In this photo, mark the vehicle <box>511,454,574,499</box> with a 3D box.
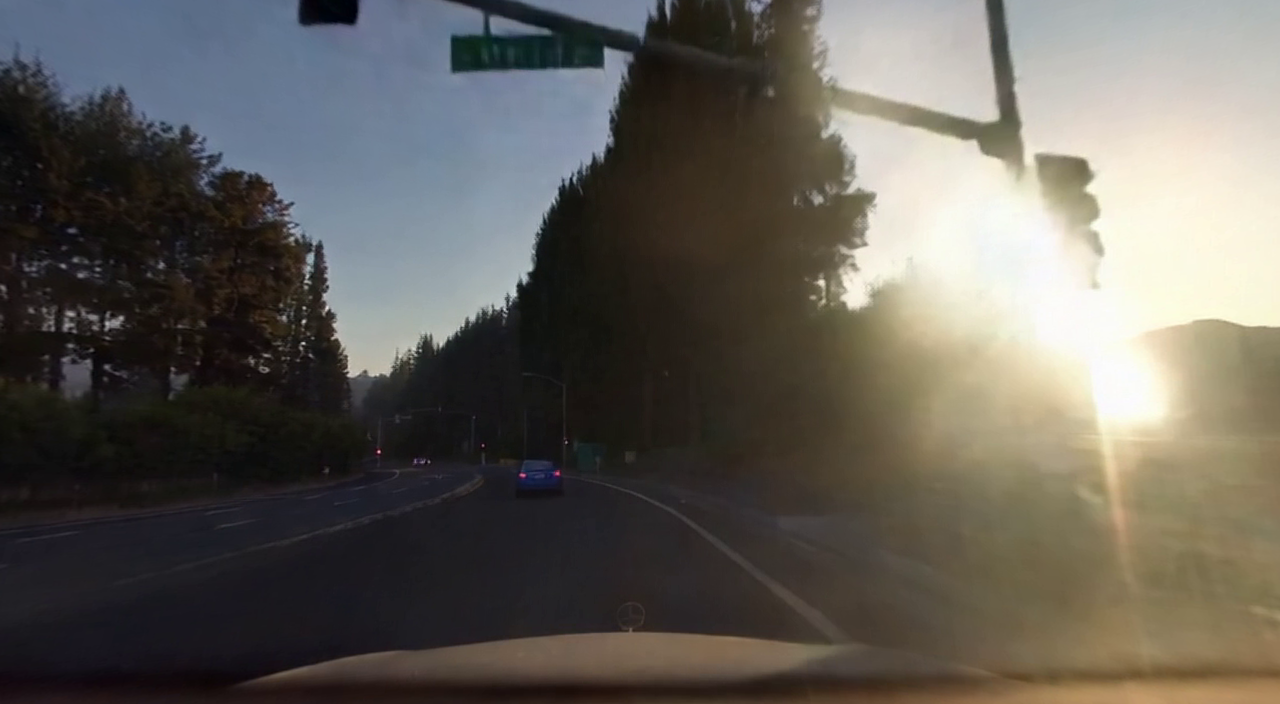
[{"bbox_3d":[-3.802,4.714,24.252,2.148,1.521,4.089,2,-9,-10],"label":"vehicle"}]
